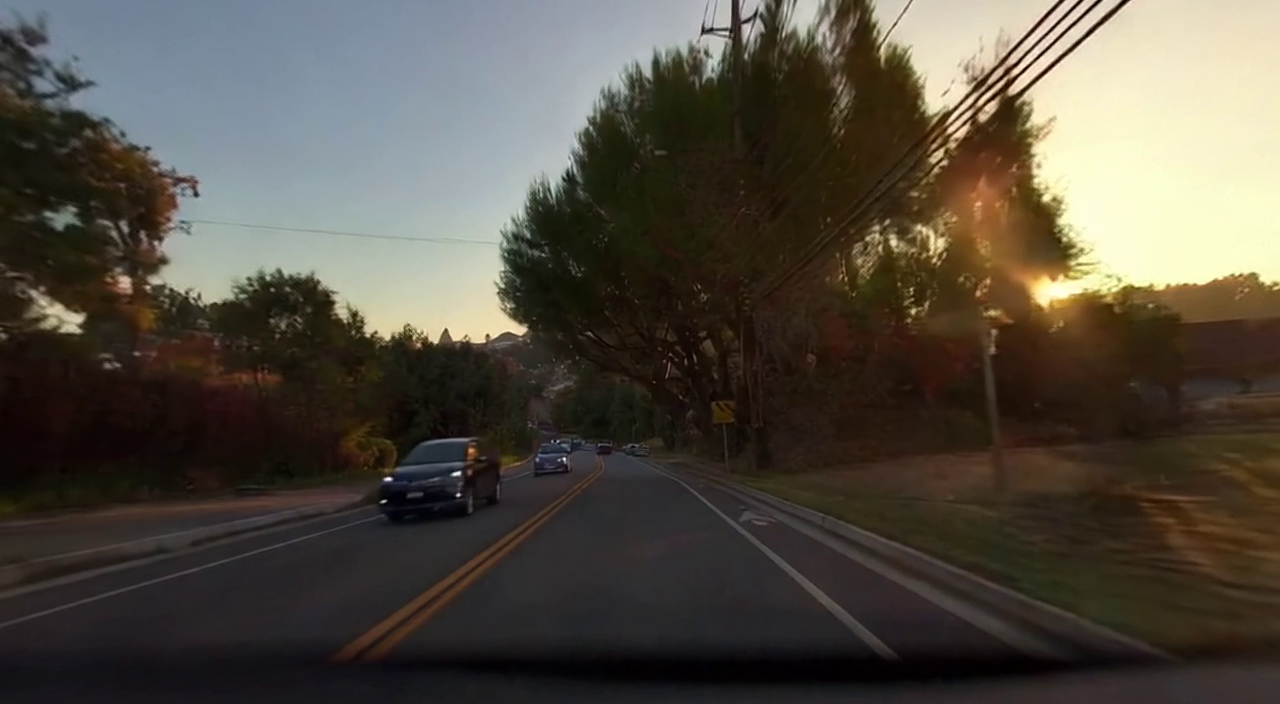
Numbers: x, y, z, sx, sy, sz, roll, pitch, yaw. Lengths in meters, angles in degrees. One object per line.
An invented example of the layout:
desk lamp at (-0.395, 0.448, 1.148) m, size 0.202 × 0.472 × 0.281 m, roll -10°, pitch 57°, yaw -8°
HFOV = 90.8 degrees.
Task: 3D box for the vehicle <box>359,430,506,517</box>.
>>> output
vehicle at (-4.621, 2.756, 14.880) m, size 2.114 × 1.712 × 4.340 m, roll 0°, pitch -8°, yaw -2°
